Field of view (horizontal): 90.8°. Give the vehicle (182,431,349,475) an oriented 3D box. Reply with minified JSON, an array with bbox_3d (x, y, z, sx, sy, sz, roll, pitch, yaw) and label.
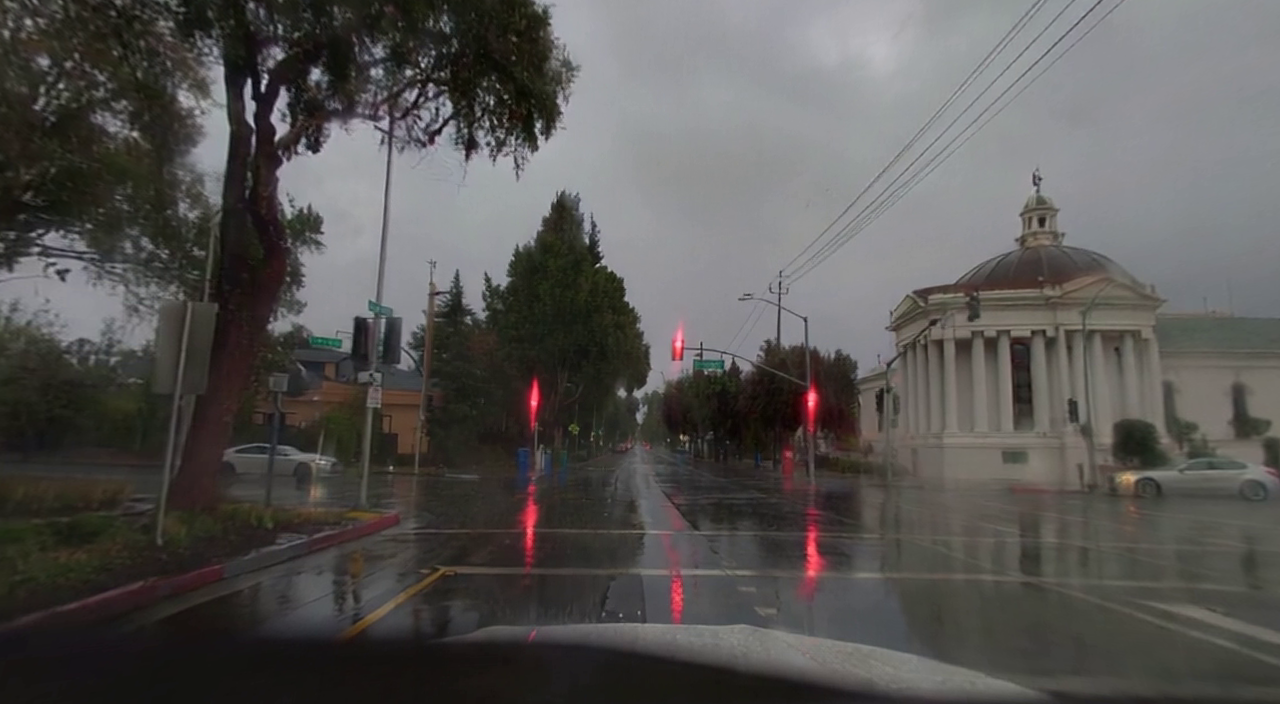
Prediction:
[{"bbox_3d":[-13.274,3.605,22.597,4.718,1.497,2.032,0,-9,3],"label":"vehicle"}]
